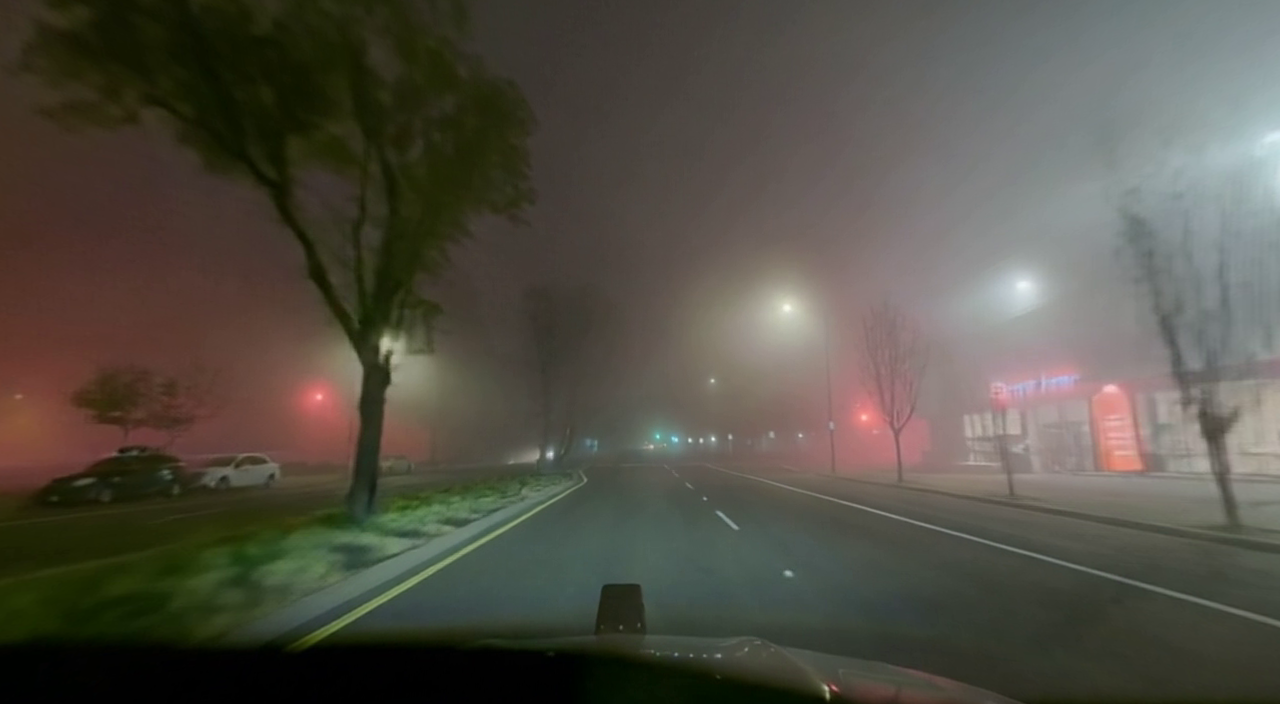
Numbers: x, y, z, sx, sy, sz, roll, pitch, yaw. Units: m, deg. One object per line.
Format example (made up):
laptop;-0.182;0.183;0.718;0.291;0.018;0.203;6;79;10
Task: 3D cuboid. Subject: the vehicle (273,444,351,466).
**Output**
vehicle;-25.737;8.063;49.362;4.946;1.656;2.016;1;-9;-4

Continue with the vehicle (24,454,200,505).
vehicle;-18.873;4.526;22.819;2.034;1.562;4.828;0;-9;3

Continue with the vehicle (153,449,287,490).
vehicle;-18.775;5.246;28.515;2.177;1.656;5.516;0;-9;2
